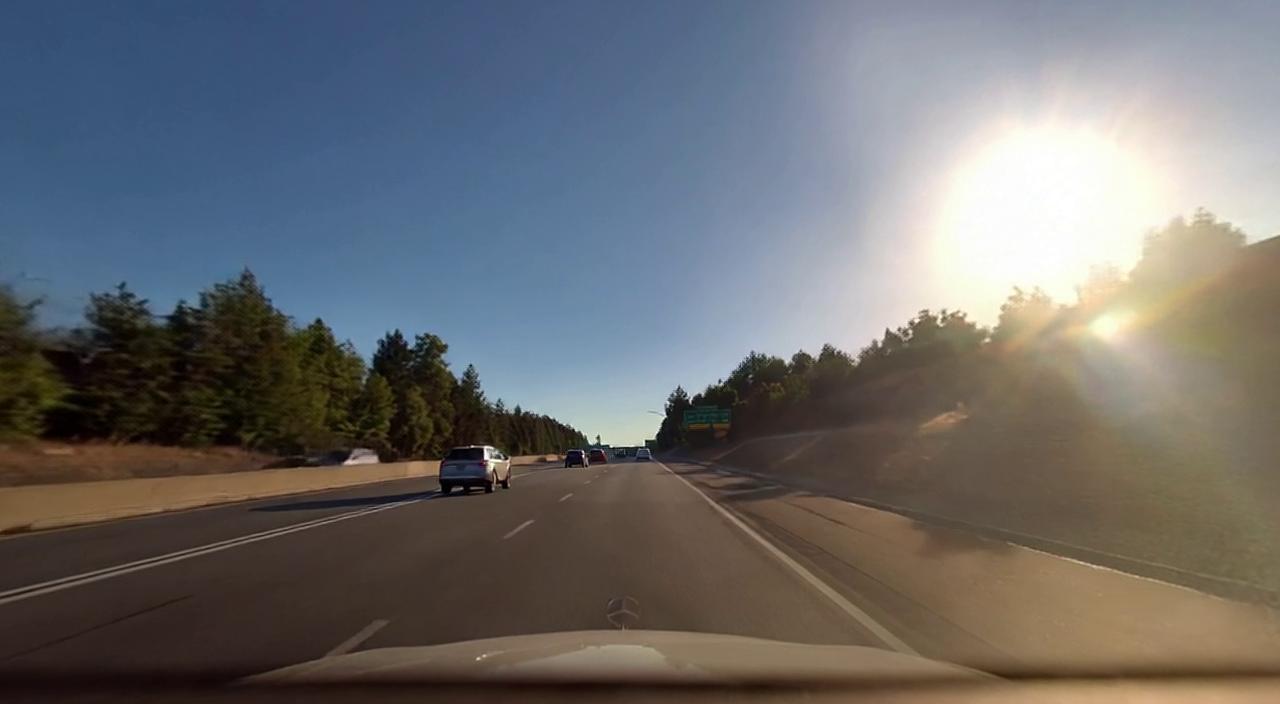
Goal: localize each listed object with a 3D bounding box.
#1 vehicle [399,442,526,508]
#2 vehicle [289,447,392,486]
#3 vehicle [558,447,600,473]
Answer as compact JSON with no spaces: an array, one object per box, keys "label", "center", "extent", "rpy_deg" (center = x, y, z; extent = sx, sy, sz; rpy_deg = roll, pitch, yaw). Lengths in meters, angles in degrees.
[{"label":"vehicle","center":[-4.503,3.190,16.816],"extent":[1.975,1.501,4.603],"rpy_deg":[0,-9,1]},{"label":"vehicle","center":[-13.470,5.161,28.817],"extent":[2.009,1.590,5.425],"rpy_deg":[0,-9,0]},{"label":"vehicle","center":[-3.537,6.355,37.223],"extent":[2.005,1.474,3.921],"rpy_deg":[0,-9,1]}]
